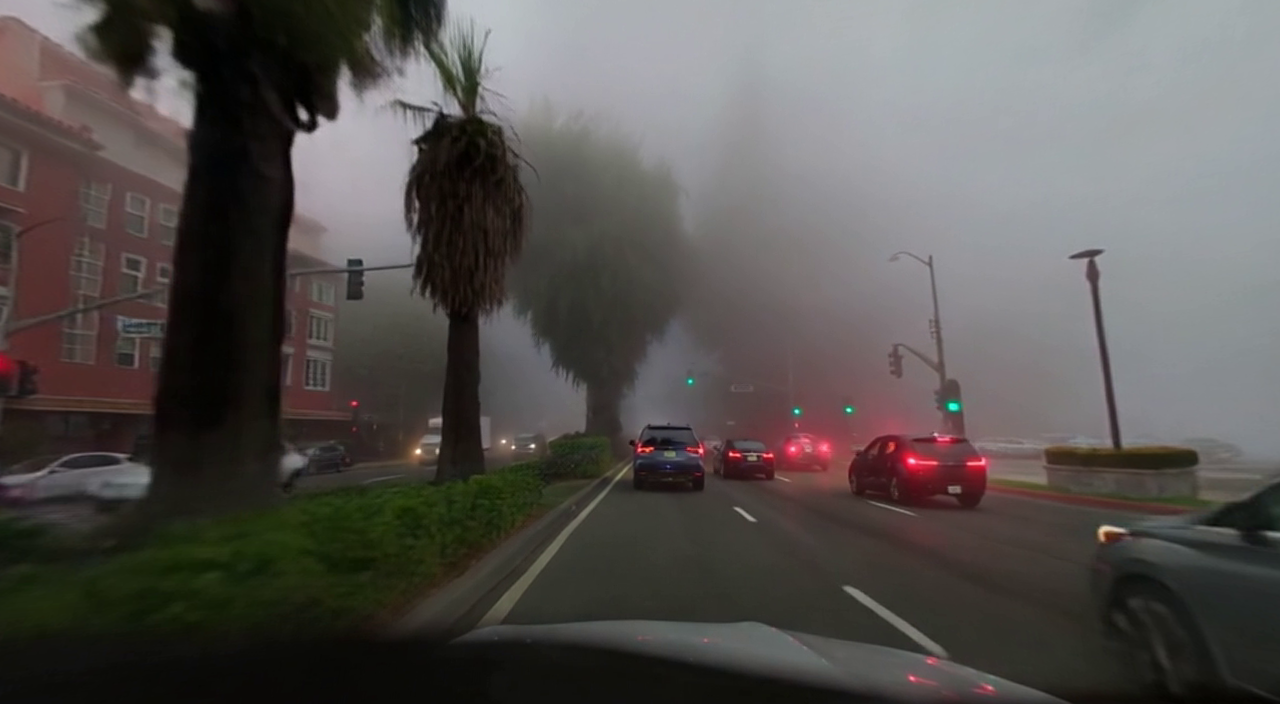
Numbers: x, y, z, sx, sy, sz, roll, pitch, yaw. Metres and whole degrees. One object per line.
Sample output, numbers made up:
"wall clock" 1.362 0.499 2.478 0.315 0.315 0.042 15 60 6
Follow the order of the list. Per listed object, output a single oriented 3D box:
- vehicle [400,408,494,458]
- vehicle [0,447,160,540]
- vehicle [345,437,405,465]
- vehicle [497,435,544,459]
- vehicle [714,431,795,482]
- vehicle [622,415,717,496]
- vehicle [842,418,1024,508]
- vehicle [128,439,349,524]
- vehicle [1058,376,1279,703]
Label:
"vehicle" -14.506 6.409 48.886 3.100 3.378 11.784 -1 -9 2
"vehicle" -11.529 2.534 11.723 2.011 1.520 3.902 0 -9 2
"vehicle" -18.042 6.759 43.134 1.945 1.738 4.558 -1 -9 2
"vehicle" -7.793 6.268 41.577 2.101 1.538 4.253 -1 -9 2
"vehicle" 4.254 3.995 24.325 2.283 1.738 4.916 0 -9 1
"vehicle" 0.822 3.143 19.362 2.487 2.115 5.444 0 -9 1
"vehicle" 7.303 2.852 16.594 2.215 1.973 5.323 0 -9 0
"vehicle" -8.250 2.665 13.531 1.937 1.530 4.107 0 -9 2
"vehicle" 3.805 0.817 2.006 1.993 1.645 4.350 0 -9 1
